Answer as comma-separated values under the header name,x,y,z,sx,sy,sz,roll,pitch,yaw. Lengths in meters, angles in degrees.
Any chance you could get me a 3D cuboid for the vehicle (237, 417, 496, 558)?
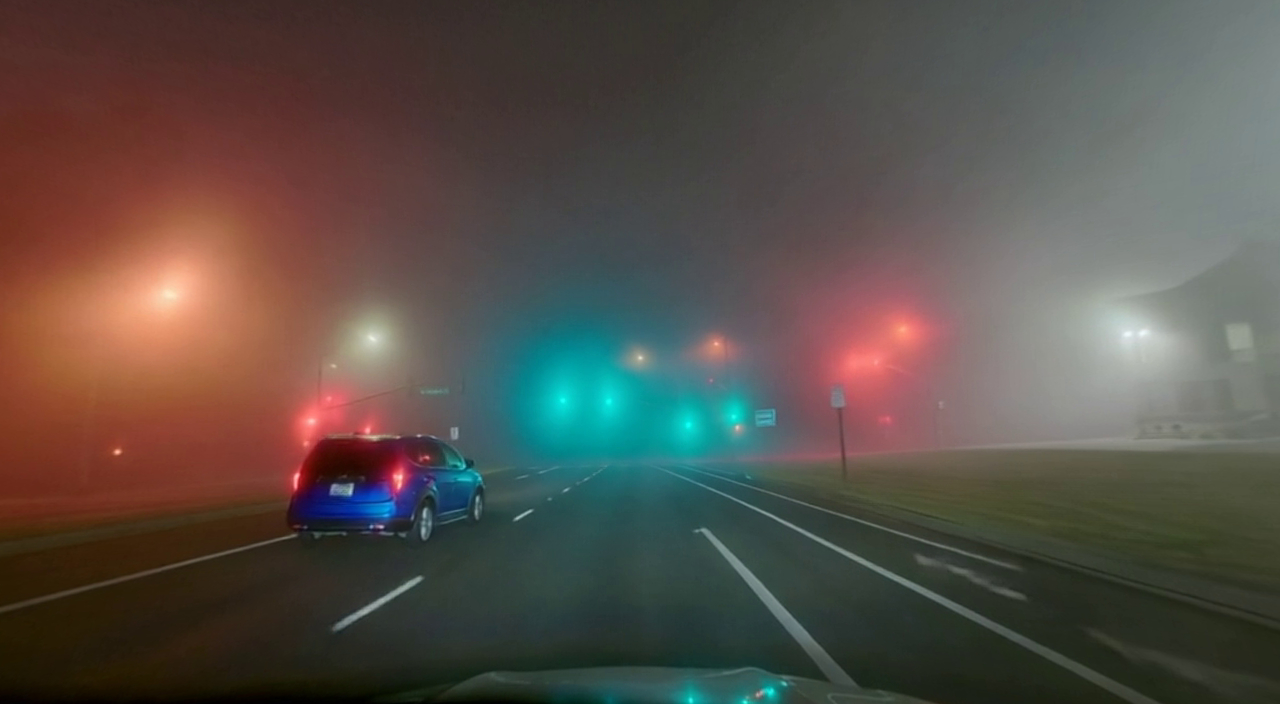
name,x,y,z,sx,sy,sz,roll,pitch,yaw
vehicle,-3.887,2.007,10.056,2.121,1.724,4.392,0,-9,0
